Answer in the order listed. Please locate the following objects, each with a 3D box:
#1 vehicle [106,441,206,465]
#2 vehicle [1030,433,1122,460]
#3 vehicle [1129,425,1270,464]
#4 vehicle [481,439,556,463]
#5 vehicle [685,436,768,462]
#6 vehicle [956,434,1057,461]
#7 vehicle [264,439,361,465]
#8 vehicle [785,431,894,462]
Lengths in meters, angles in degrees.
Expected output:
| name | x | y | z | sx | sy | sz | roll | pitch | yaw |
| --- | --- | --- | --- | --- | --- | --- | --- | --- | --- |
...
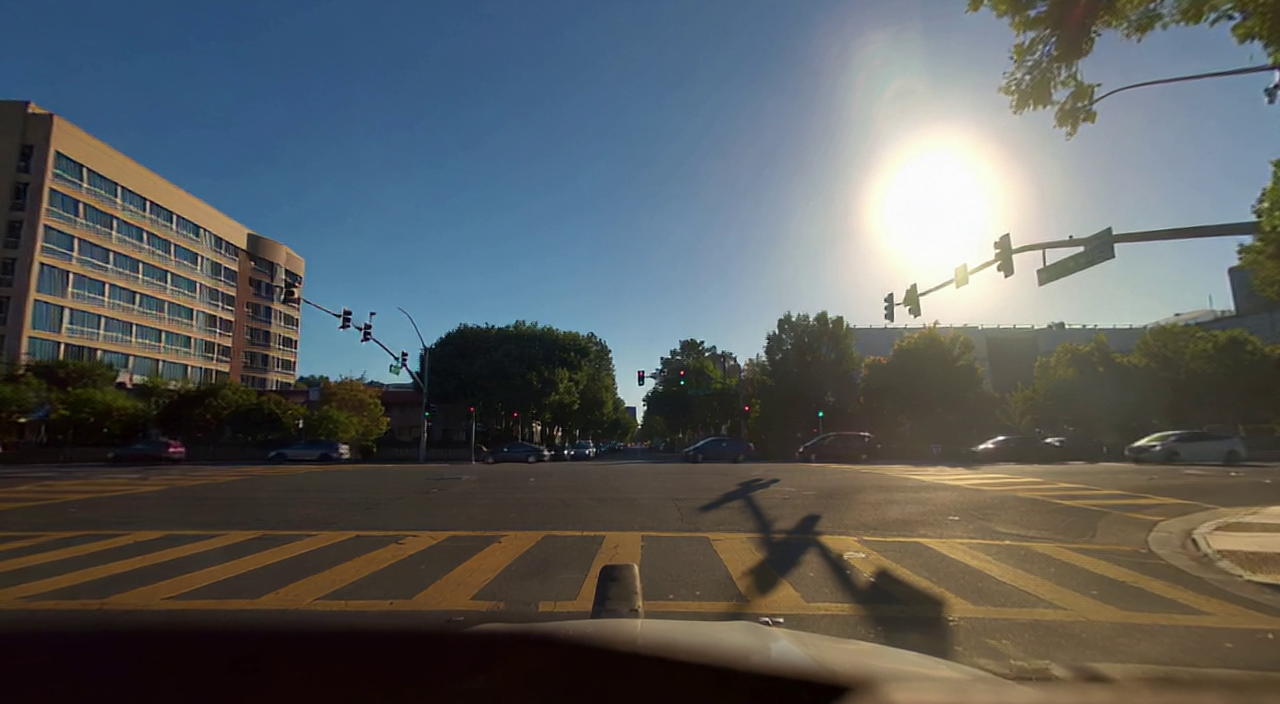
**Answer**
| name | x | y | z | sx | sy | sz | roll | pitch | yaw |
| --- | --- | --- | --- | --- | --- | --- | --- | --- | --- |
| vehicle | -30.793 | 6.424 | 40.299 | 4.759 | 1.445 | 1.865 | 0 | -9 | 0 |
| vehicle | 27.927 | 6.064 | 40.547 | 4.488 | 1.667 | 1.869 | 0 | -9 | 0 |
| vehicle | 26.870 | 4.483 | 30.473 | 4.662 | 1.764 | 2.064 | -1 | -9 | 2 |
| vehicle | -7.724 | 6.311 | 40.372 | 4.443 | 1.472 | 1.794 | 0 | -9 | 0 |
| vehicle | 4.964 | 5.640 | 36.752 | 4.519 | 1.476 | 1.767 | 0 | -9 | 0 |
| vehicle | 21.399 | 5.596 | 36.997 | 4.724 | 1.452 | 1.870 | 0 | -9 | 0 |
| vehicle | -18.962 | 5.790 | 36.682 | 4.631 | 1.435 | 1.715 | 0 | -9 | 0 |
| vehicle | 12.497 | 5.970 | 39.973 | 6.133 | 1.833 | 2.155 | 0 | -9 | 0 |
